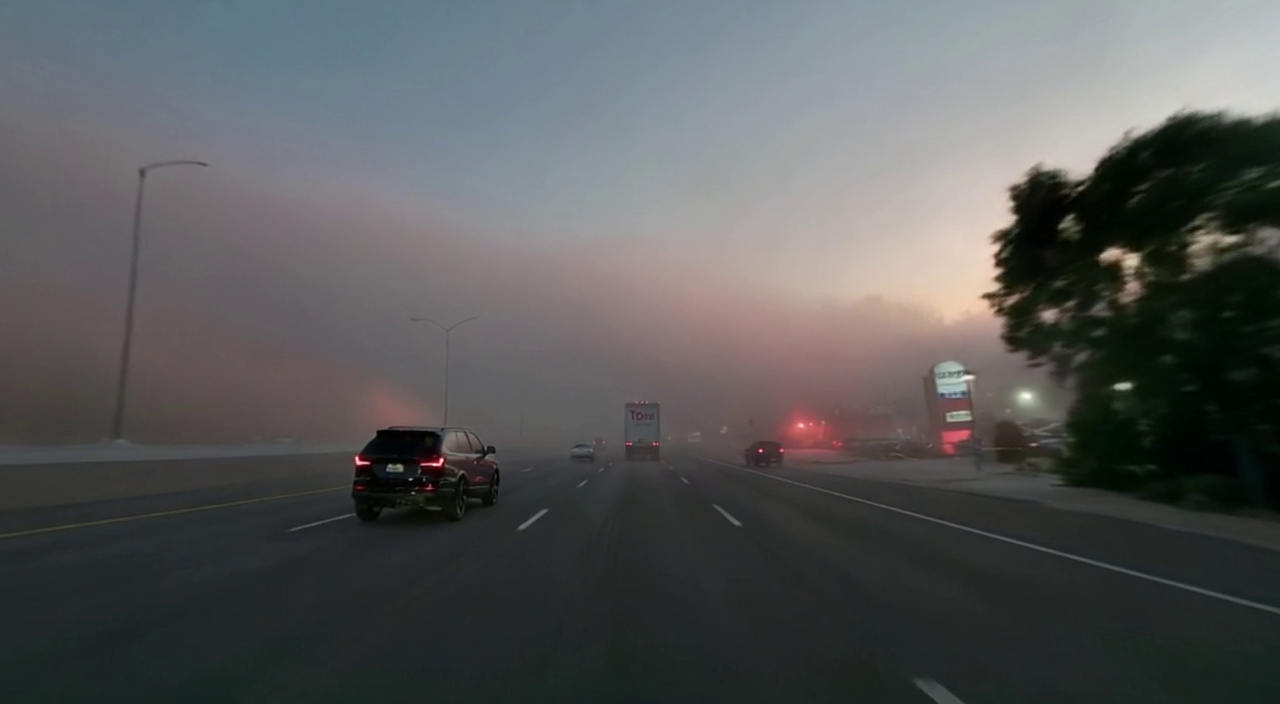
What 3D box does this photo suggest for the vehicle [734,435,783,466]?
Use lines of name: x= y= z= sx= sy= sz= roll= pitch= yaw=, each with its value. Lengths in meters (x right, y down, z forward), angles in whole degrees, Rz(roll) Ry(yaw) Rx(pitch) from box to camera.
vehicle: x=6.816 y=5.729 z=36.566 sx=1.958 sy=1.681 sz=4.109 roll=0 pitch=-9 yaw=-1

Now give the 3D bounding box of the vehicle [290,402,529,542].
vehicle: x=-3.471 y=1.942 z=10.772 sx=2.178 sy=1.826 sz=4.933 roll=0 pitch=-9 yaw=0
